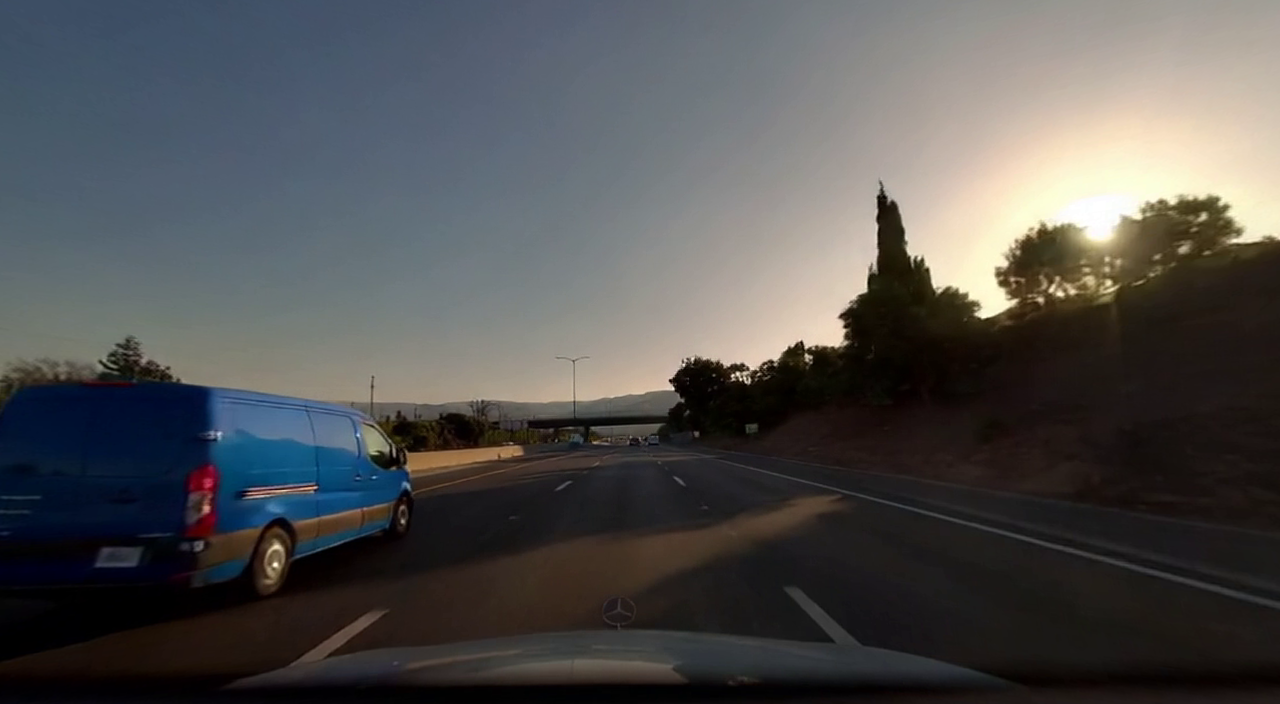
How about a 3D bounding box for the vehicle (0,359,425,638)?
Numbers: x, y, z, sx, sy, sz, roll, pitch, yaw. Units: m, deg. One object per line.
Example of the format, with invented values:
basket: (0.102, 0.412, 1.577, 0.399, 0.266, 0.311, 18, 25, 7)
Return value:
vehicle: (-4.162, 1.294, 6.682, 2.104, 1.860, 4.853, 0, -8, -1)
